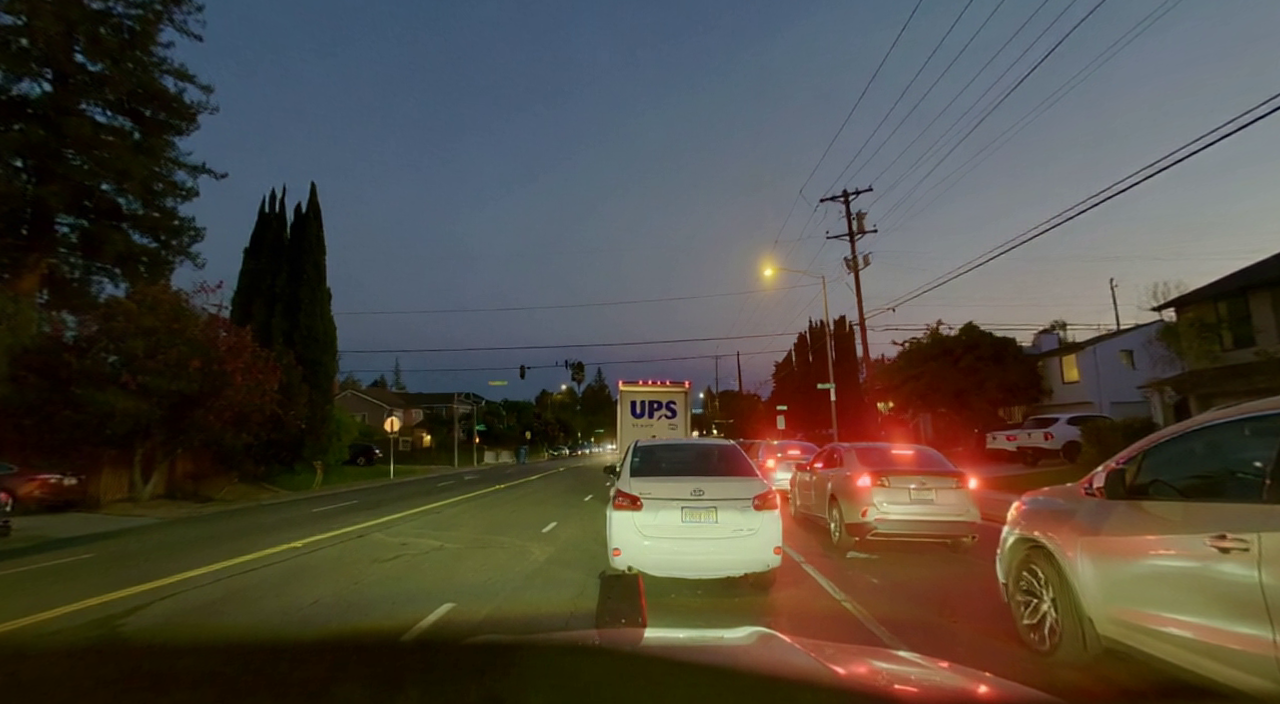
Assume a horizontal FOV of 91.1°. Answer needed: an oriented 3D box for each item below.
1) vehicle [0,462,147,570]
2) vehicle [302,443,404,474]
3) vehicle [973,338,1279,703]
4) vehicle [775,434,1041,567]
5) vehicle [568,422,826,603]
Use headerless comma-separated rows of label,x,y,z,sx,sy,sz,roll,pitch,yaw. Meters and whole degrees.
vehicle,-10.349,2.485,9.481,1.925,1.482,4.753,0,-8,0
vehicle,-17.425,6.466,38.296,5.274,1.793,1.921,0,-8,3
vehicle,3.324,0.771,1.914,2.069,1.722,4.888,0,-8,2
vehicle,3.519,2.014,9.390,1.993,1.479,4.487,0,-8,0
vehicle,0.478,1.674,7.523,2.158,1.499,4.377,0,-8,0
